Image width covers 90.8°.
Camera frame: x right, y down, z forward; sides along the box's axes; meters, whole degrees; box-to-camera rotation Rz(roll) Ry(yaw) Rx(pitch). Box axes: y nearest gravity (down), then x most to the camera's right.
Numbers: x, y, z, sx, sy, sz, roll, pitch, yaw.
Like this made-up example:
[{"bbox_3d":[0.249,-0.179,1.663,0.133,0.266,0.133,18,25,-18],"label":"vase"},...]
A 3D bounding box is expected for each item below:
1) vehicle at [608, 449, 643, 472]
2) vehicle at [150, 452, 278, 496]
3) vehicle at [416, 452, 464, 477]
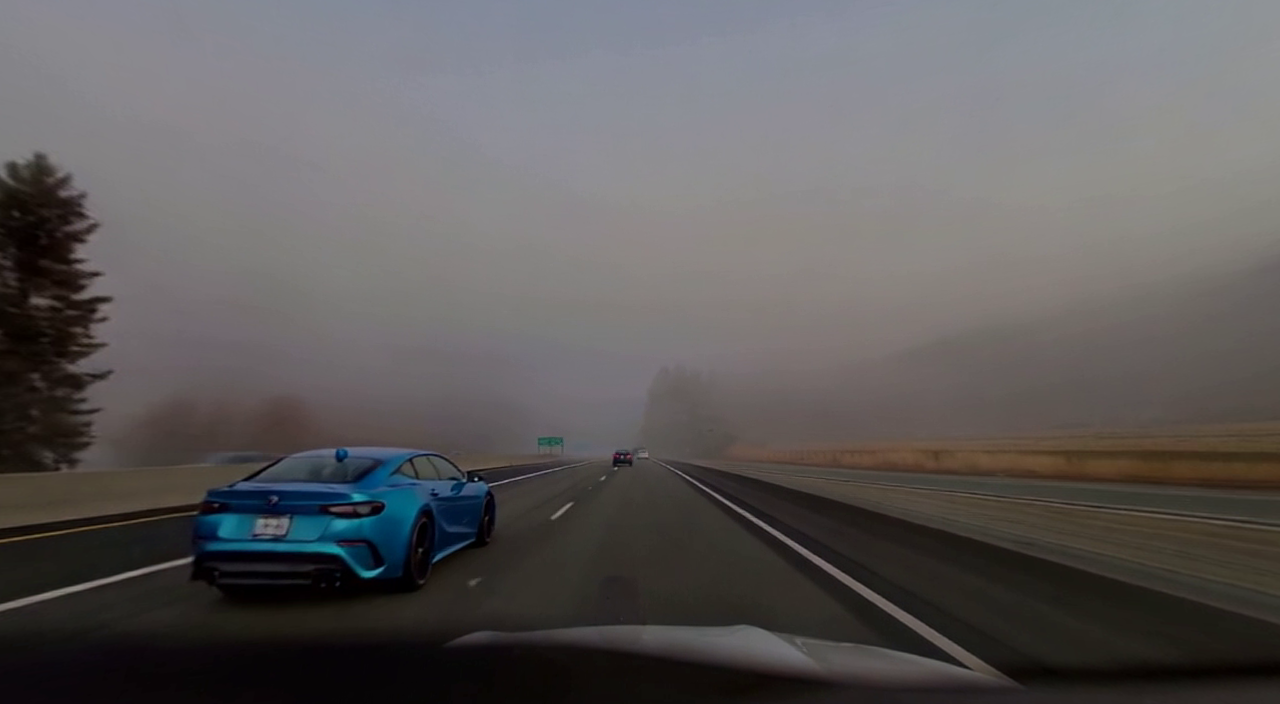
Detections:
[{"bbox_3d":[-0.924,7.332,43.009,2.170,1.451,4.584,0,-9,1],"label":"vehicle"},{"bbox_3d":[-15.868,4.532,23.829,1.841,1.481,4.240,0,-9,0],"label":"vehicle"},{"bbox_3d":[-12.775,7.183,40.487,1.893,1.485,4.002,0,-9,-2],"label":"vehicle"}]
